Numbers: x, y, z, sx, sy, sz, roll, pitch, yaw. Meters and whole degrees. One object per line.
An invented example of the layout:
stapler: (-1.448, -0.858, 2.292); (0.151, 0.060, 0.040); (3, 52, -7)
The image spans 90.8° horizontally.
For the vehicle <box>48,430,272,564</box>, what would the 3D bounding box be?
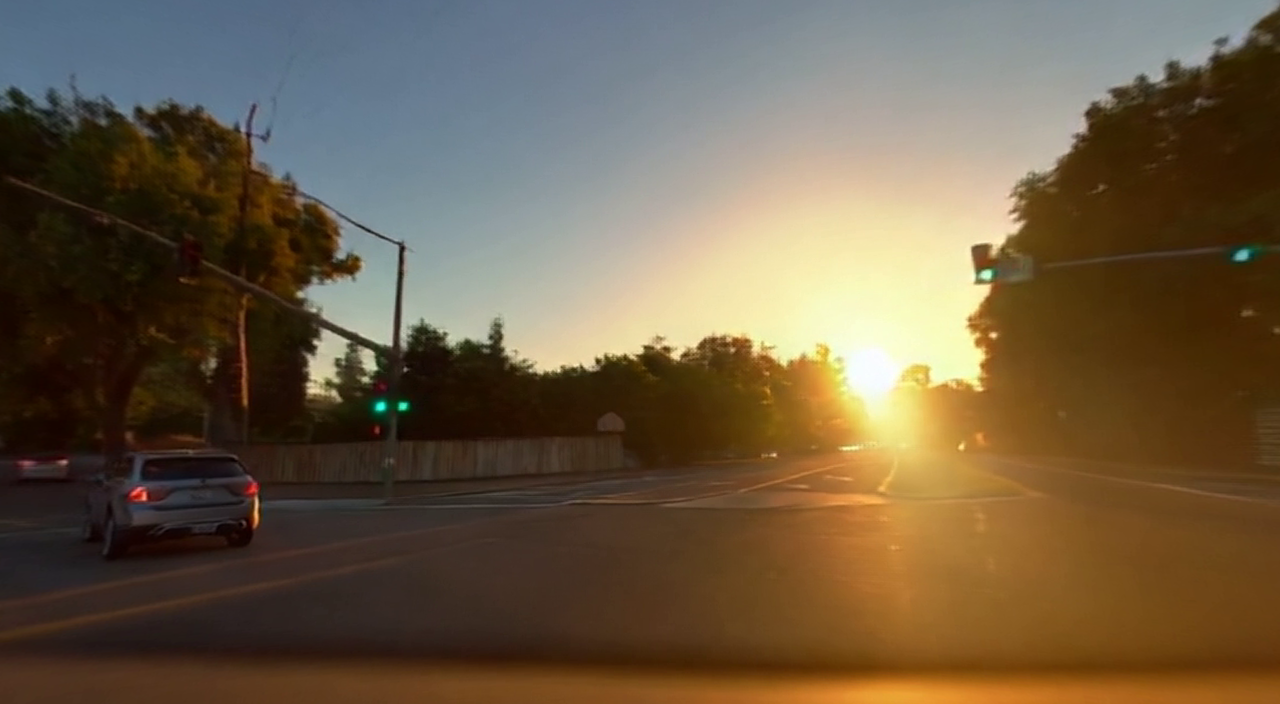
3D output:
vehicle: (-8.598, 2.374, 11.169); (4.580, 1.827, 2.230); (-8, -12, 43)

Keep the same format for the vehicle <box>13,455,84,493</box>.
vehicle: (-26.693, 5.428, 28.443); (4.655, 1.476, 1.929); (-8, -13, 44)
